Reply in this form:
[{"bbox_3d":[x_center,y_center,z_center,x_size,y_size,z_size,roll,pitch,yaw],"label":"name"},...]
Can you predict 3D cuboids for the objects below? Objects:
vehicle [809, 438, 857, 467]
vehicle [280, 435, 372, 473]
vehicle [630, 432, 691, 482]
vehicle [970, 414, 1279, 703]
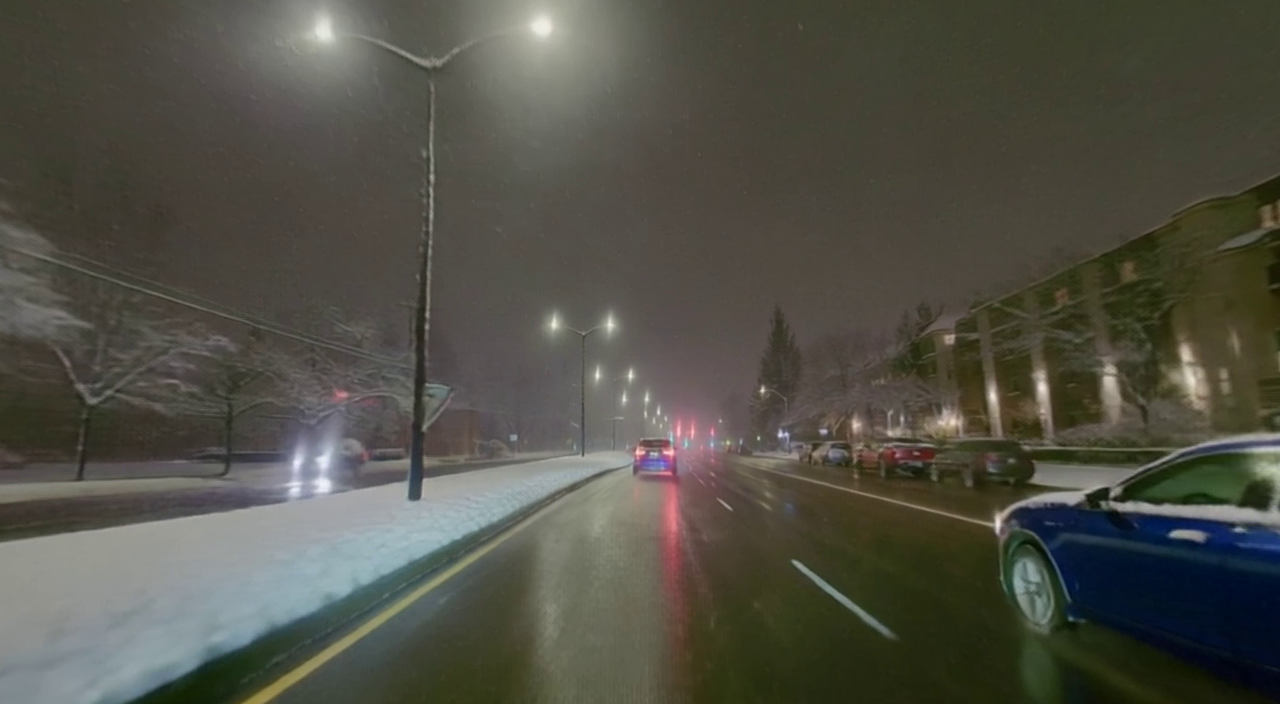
[{"bbox_3d":[12.652,6.612,41.758,2.039,1.826,4.704,-1,-8,5],"label":"vehicle"},{"bbox_3d":[-15.668,5.097,31.858,2.290,1.758,4.900,0,-8,-3],"label":"vehicle"},{"bbox_3d":[0.735,3.887,23.691,2.085,1.693,4.301,0,-8,1],"label":"vehicle"},{"bbox_3d":[3.718,1.025,3.025,1.918,1.418,4.360,0,-8,0],"label":"vehicle"}]
